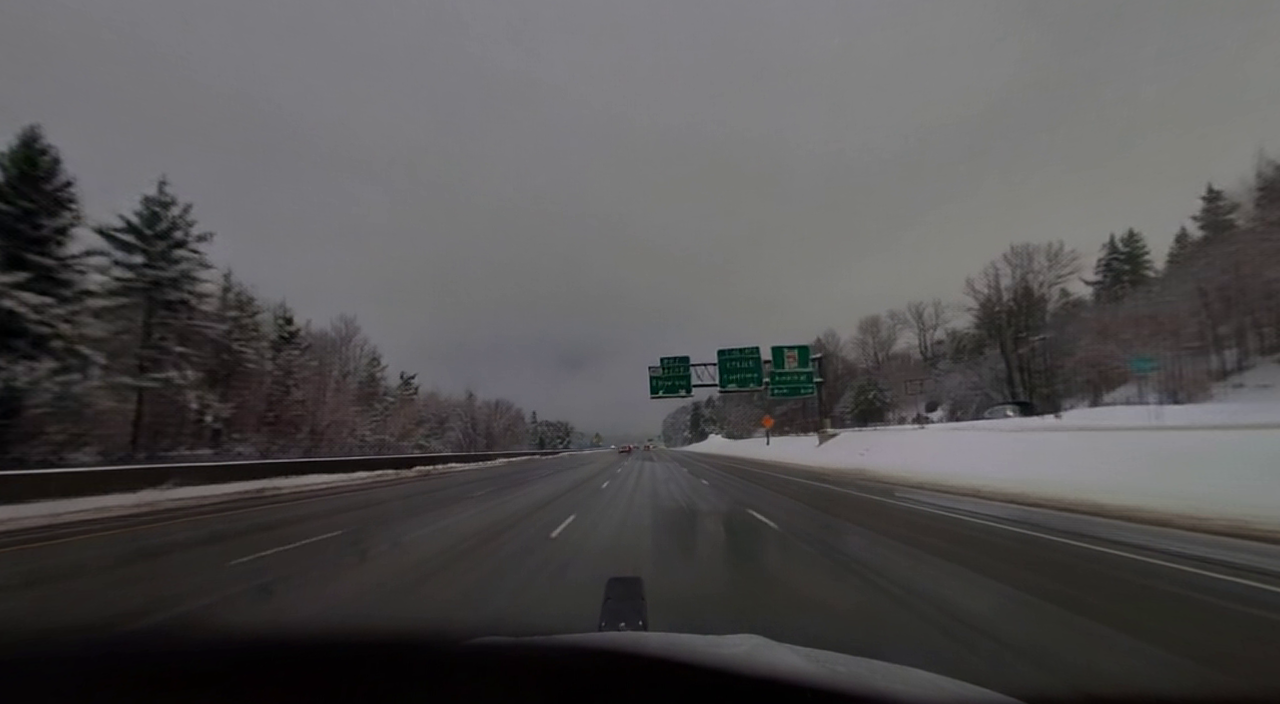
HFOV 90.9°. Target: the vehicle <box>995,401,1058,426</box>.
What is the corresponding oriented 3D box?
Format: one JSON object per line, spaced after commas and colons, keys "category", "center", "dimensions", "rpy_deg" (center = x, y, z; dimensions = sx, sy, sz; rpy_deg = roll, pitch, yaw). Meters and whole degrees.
{"category": "vehicle", "center": [29.695, 4.763, 48.399], "dimensions": [4.910, 1.740, 2.006], "rpy_deg": [5, -10, -32]}
